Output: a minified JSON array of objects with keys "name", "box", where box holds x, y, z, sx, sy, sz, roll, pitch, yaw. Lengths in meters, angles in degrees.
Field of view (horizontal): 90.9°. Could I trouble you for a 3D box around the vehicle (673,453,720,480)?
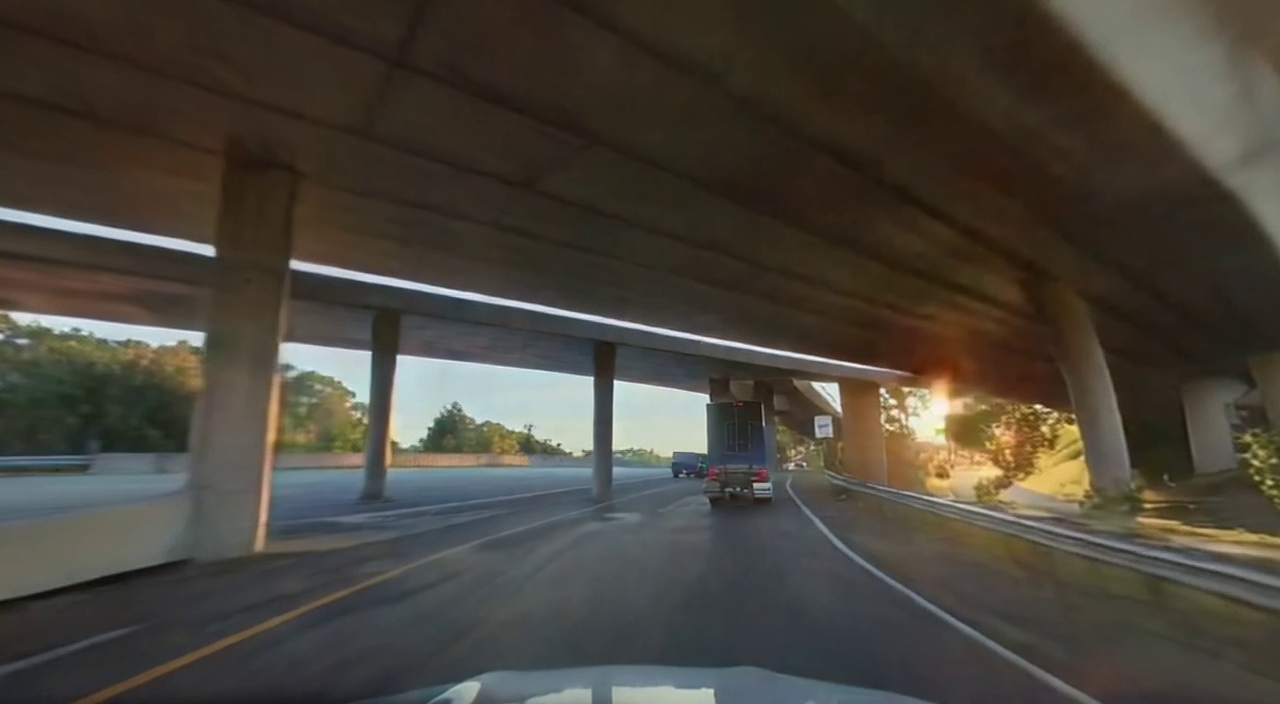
[{"name":"vehicle","box":[3.304,6.516,36.144,1.940,1.444,4.024,-3,-9,16]}]
